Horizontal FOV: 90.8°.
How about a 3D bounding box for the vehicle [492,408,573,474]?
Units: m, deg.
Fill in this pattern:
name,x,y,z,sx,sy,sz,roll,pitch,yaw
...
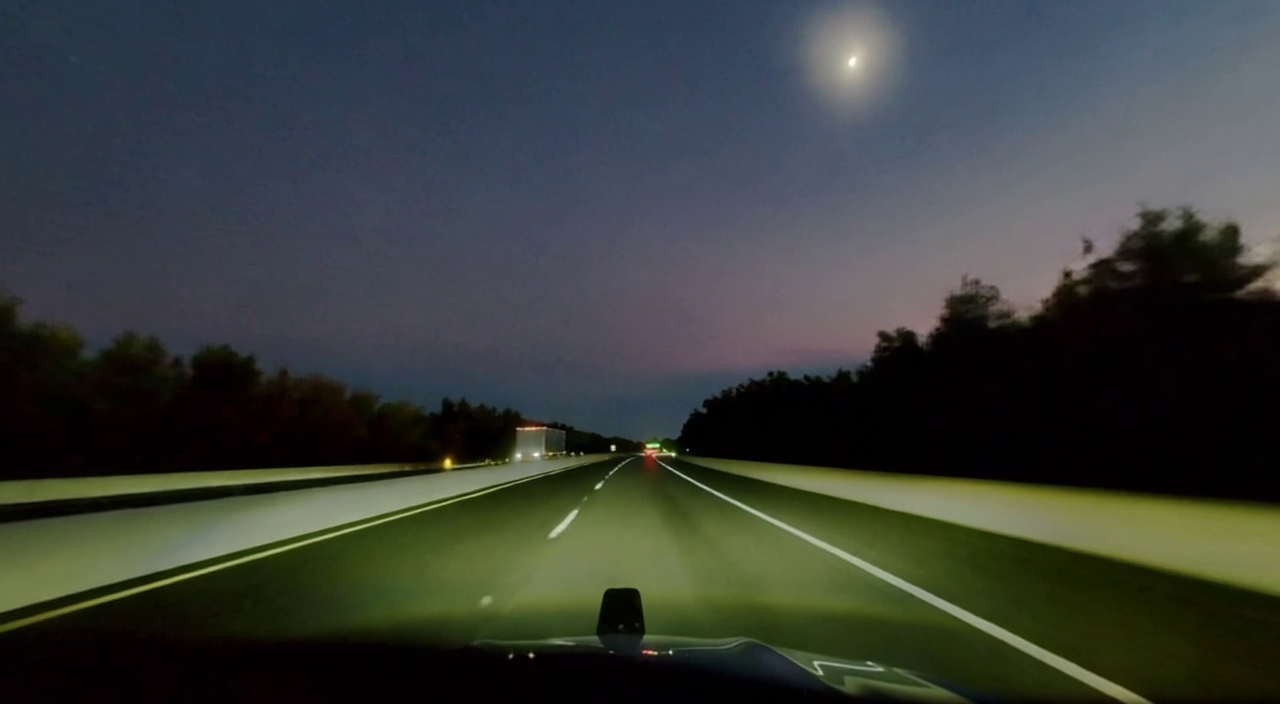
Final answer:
name,x,y,z,sx,sy,sz,roll,pitch,yaw
vehicle,-6.881,6.132,43.030,2.939,3.731,14.269,0,-9,0
